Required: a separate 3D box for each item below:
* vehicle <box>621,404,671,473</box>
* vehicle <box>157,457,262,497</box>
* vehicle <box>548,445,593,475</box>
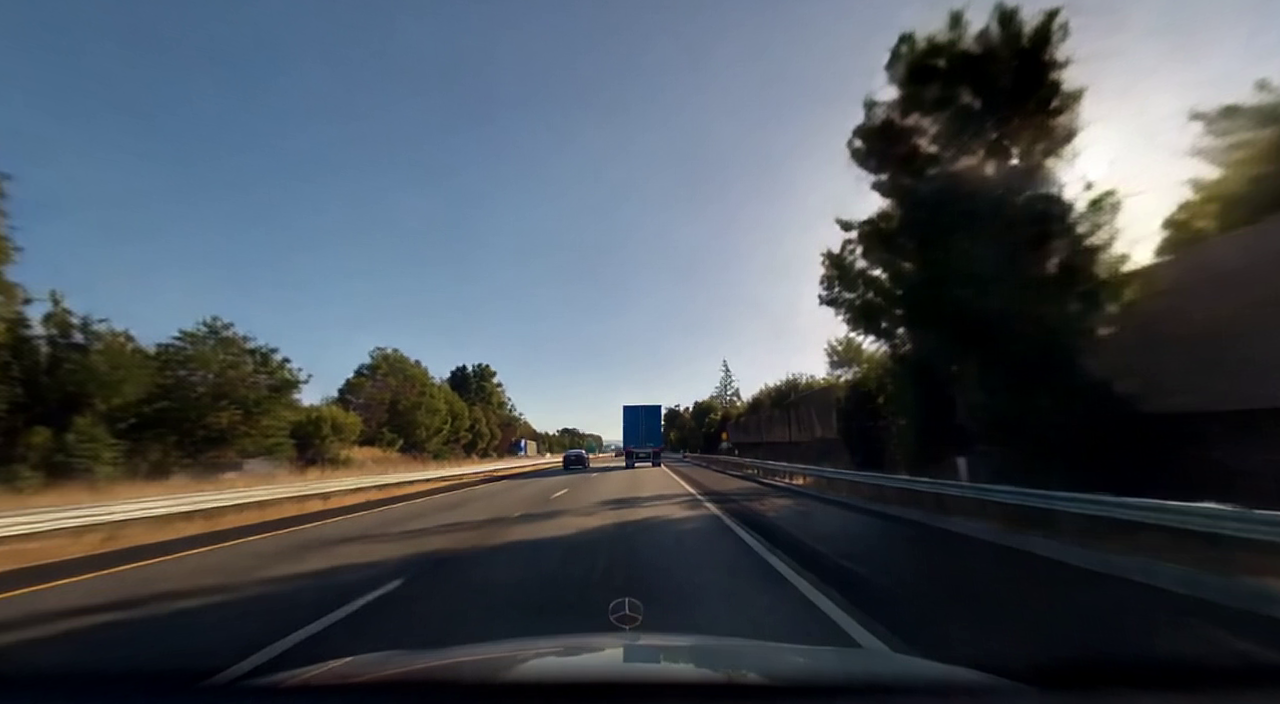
[{"bbox_3d":[0.383,5.803,41.773,2.899,3.966,10.053,0,-9,0],"label":"vehicle"},{"bbox_3d":[-17.380,5.022,25.662,1.685,1.429,3.606,0,-9,0],"label":"vehicle"},{"bbox_3d":[-3.912,6.152,36.034,2.063,1.583,4.049,0,-9,1],"label":"vehicle"}]
